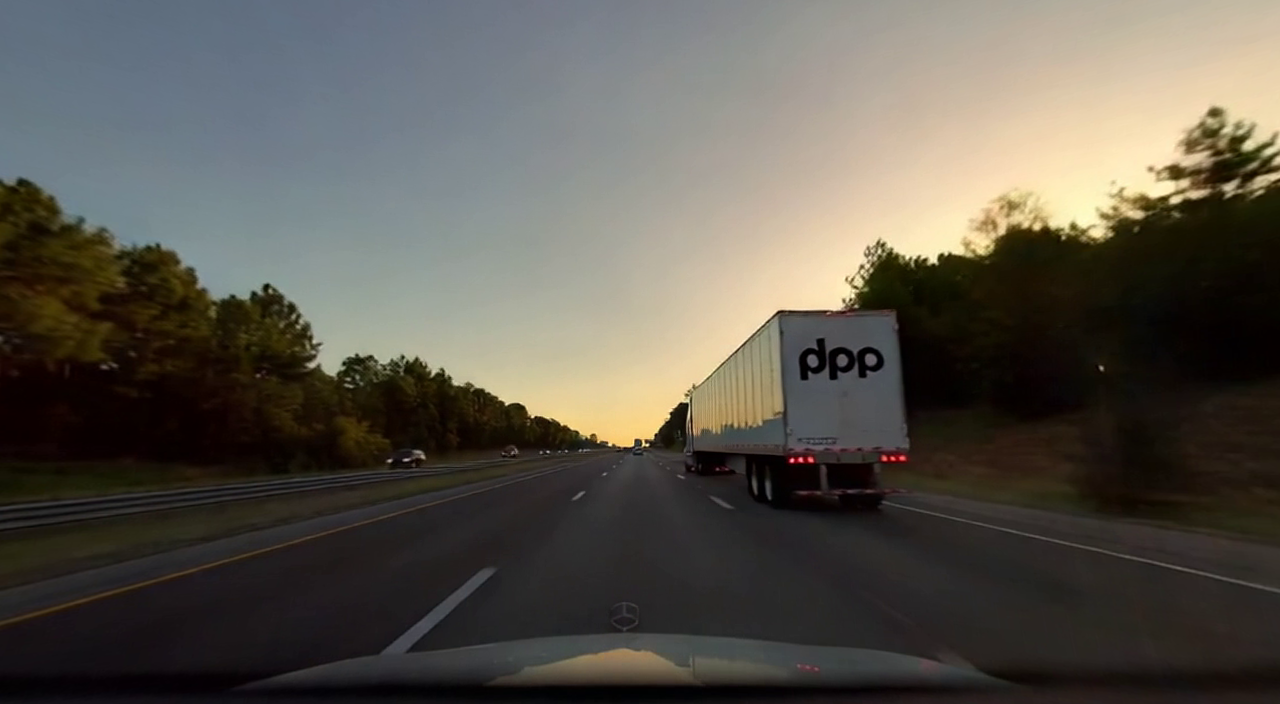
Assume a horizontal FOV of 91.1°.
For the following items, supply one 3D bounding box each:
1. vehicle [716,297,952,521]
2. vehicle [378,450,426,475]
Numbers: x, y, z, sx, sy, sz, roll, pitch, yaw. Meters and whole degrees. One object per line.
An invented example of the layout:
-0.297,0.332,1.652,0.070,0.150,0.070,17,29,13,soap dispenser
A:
3.869,1.586,15.190,2.856,3.933,8.334,0,-9,-1,vehicle
-17.856,8.293,47.308,1.943,1.722,4.473,0,-9,-1,vehicle
